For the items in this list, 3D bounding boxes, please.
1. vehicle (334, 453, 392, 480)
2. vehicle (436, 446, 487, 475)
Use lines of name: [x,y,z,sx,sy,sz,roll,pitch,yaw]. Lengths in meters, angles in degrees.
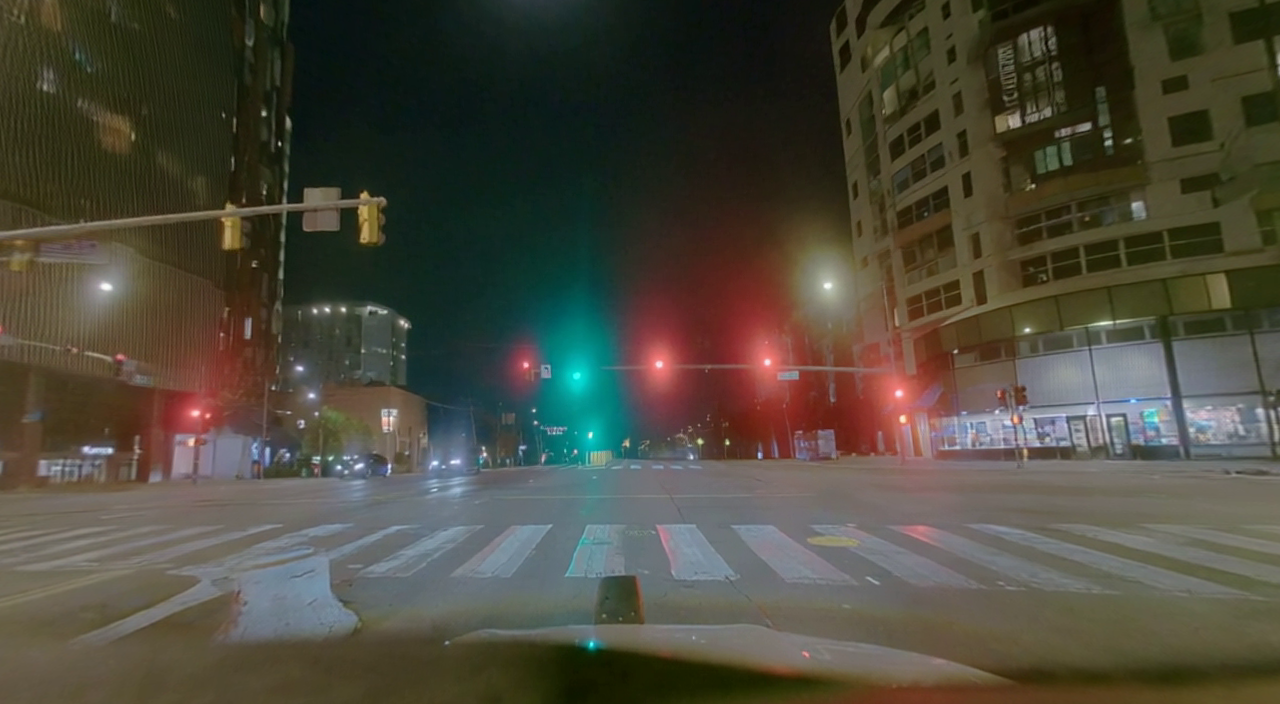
vehicle: [-18.842,7.792,43.185,1.933,1.664,4.255,0,-9,1]
vehicle: [-12.188,7.416,43.479,2.151,1.847,4.634,0,-9,1]
